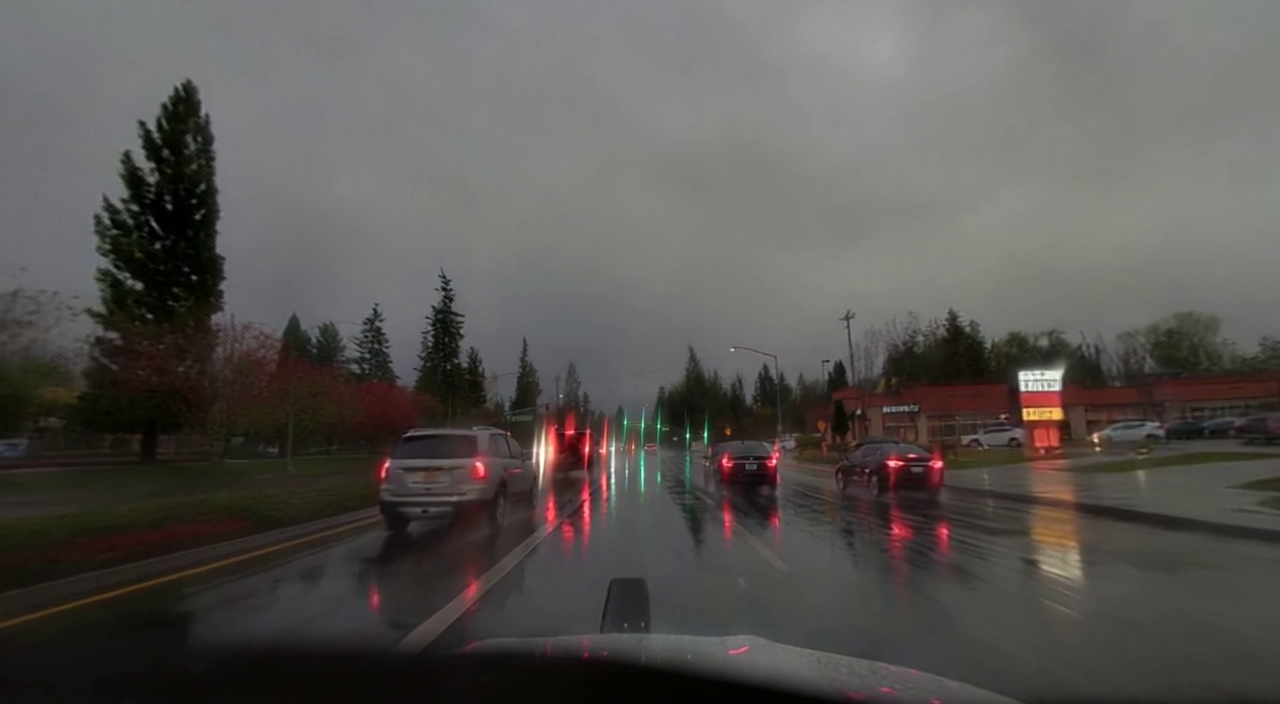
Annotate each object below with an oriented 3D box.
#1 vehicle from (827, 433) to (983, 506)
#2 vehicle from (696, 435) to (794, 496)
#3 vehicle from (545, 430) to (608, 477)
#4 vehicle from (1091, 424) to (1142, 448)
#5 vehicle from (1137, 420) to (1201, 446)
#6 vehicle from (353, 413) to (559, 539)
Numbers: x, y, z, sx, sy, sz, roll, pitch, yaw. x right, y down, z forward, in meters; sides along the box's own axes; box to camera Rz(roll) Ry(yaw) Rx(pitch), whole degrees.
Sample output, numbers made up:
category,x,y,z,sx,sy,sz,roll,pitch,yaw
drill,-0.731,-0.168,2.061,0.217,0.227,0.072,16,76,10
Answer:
category,x,y,z,sx,sy,sz,roll,pitch,yaw
vehicle,6.377,2.888,15.908,1.881,1.540,4.750,0,-9,0
vehicle,2.815,3.172,17.904,2.004,1.512,4.206,0,-9,0
vehicle,-2.547,4.225,26.396,2.117,1.799,4.442,0,-9,1
vehicle,31.036,5.522,41.168,1.787,1.423,4.347,-4,-10,26
vehicle,33.944,5.223,40.544,1.983,1.520,4.391,-3,-9,25
vehicle,-2.812,2.041,10.905,2.141,1.719,4.379,0,-9,1
